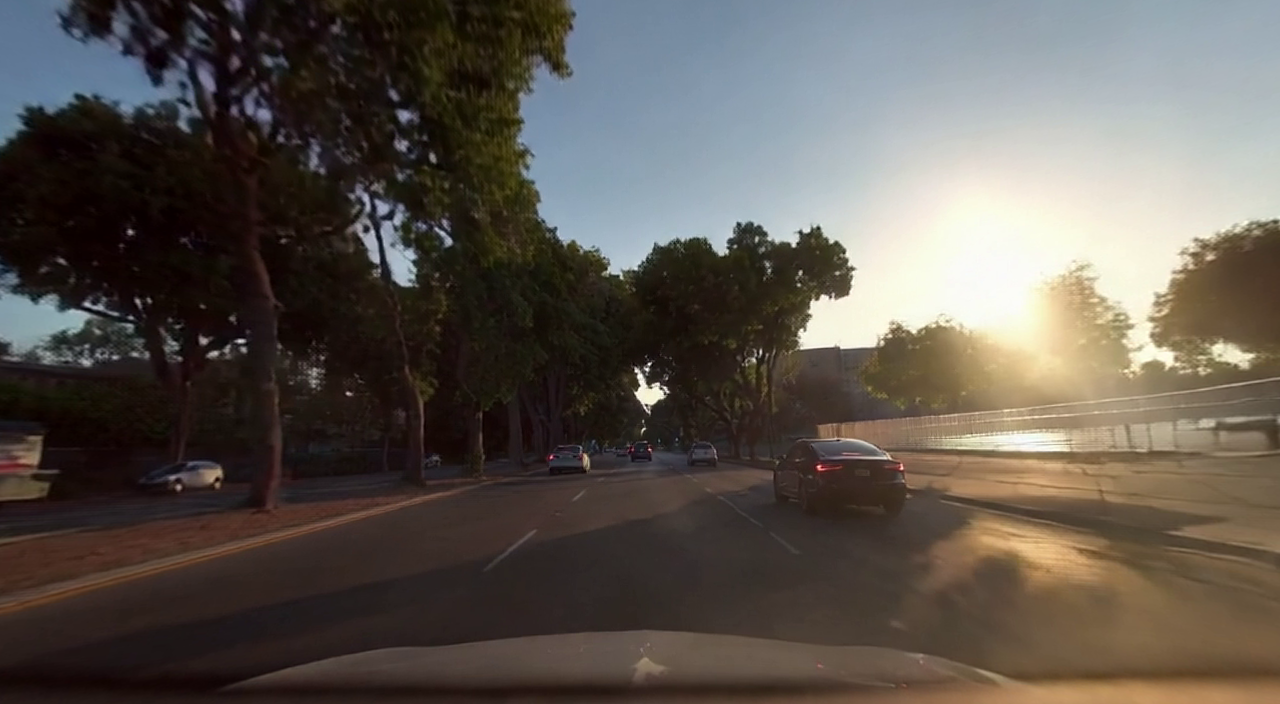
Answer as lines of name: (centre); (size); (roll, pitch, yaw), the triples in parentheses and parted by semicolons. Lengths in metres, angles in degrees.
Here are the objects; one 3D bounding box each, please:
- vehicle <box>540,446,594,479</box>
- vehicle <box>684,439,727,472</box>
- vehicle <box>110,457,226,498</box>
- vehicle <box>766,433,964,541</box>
vehicle: (-3.285, 5.038, 29.038); (2.013, 1.354, 3.908); (0, -8, 0)
vehicle: (3.645, 5.862, 35.859); (1.980, 1.709, 4.367); (0, -8, 0)
vehicle: (-22.565, 5.961, 30.399); (1.976, 1.697, 4.738); (0, -8, -1)
vehicle: (3.623, 2.234, 11.119); (1.919, 1.502, 4.232); (0, -8, 0)
